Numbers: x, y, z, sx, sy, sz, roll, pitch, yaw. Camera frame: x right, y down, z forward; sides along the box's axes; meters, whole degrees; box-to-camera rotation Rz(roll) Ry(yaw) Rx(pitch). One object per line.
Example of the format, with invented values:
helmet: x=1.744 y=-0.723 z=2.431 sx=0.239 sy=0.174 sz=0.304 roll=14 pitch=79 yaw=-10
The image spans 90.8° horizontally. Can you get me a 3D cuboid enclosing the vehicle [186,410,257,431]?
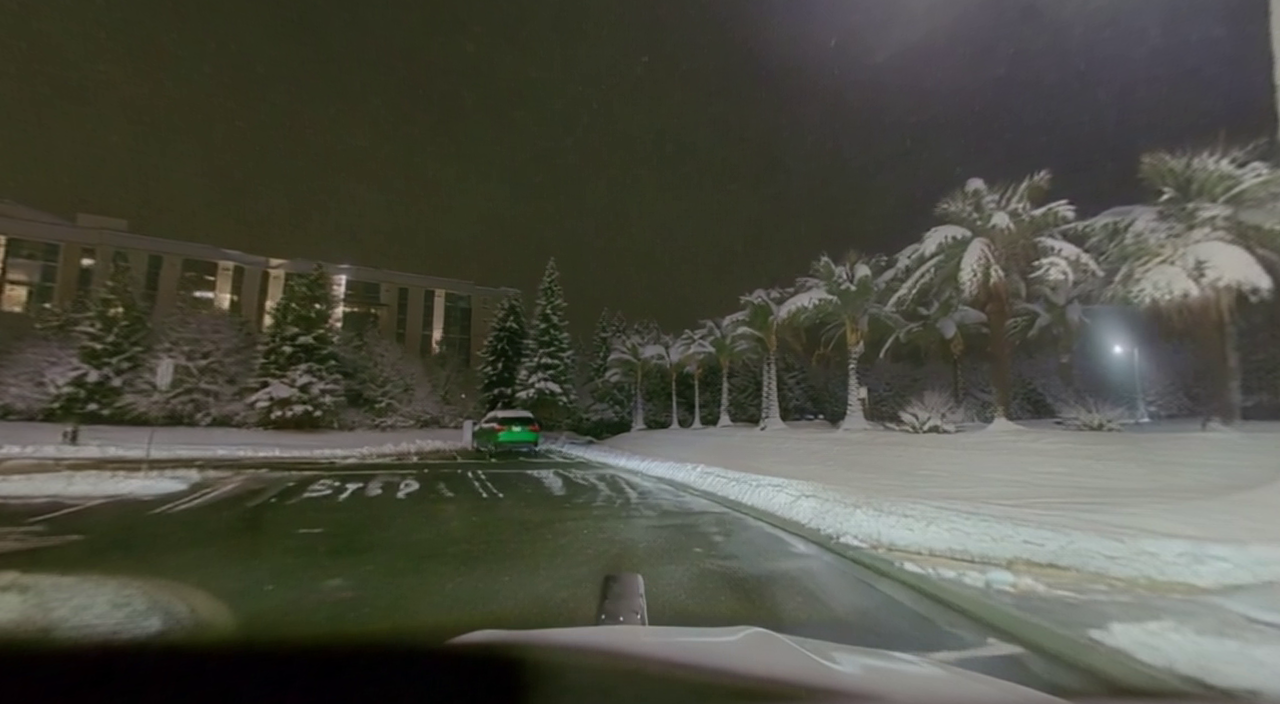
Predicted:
vehicle: x=-32.994 y=5.431 z=49.860 sx=4.457 sy=1.552 sz=1.748 roll=6 pitch=-10 yaw=-38

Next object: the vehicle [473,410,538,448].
vehicle: x=-6.633 y=3.807 z=30.783 sx=2.071 sy=1.700 sz=4.367 roll=4 pitch=-9 yaw=-25
